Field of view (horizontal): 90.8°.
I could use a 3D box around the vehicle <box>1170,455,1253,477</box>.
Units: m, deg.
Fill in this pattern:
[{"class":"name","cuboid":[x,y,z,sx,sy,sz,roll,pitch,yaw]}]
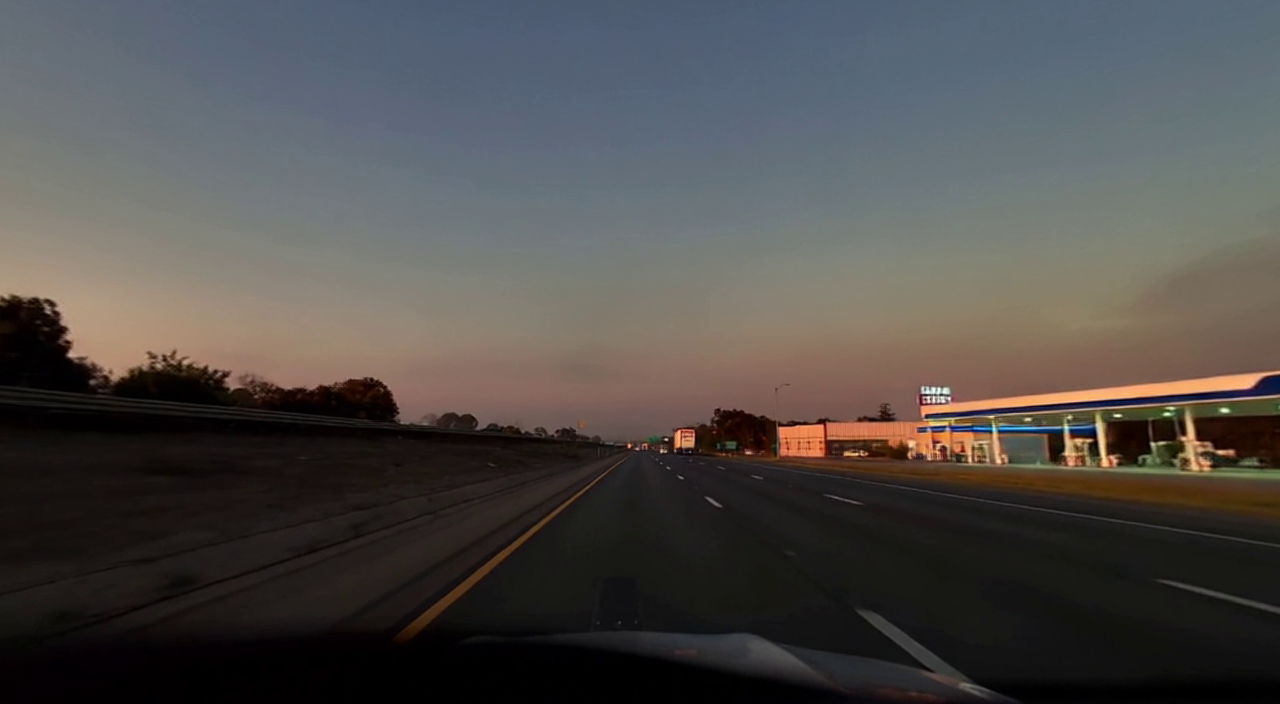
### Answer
[{"class":"vehicle","cuboid":[43.429,8.636,48.155,1.820,1.466,4.874,0,-8,1]}]
